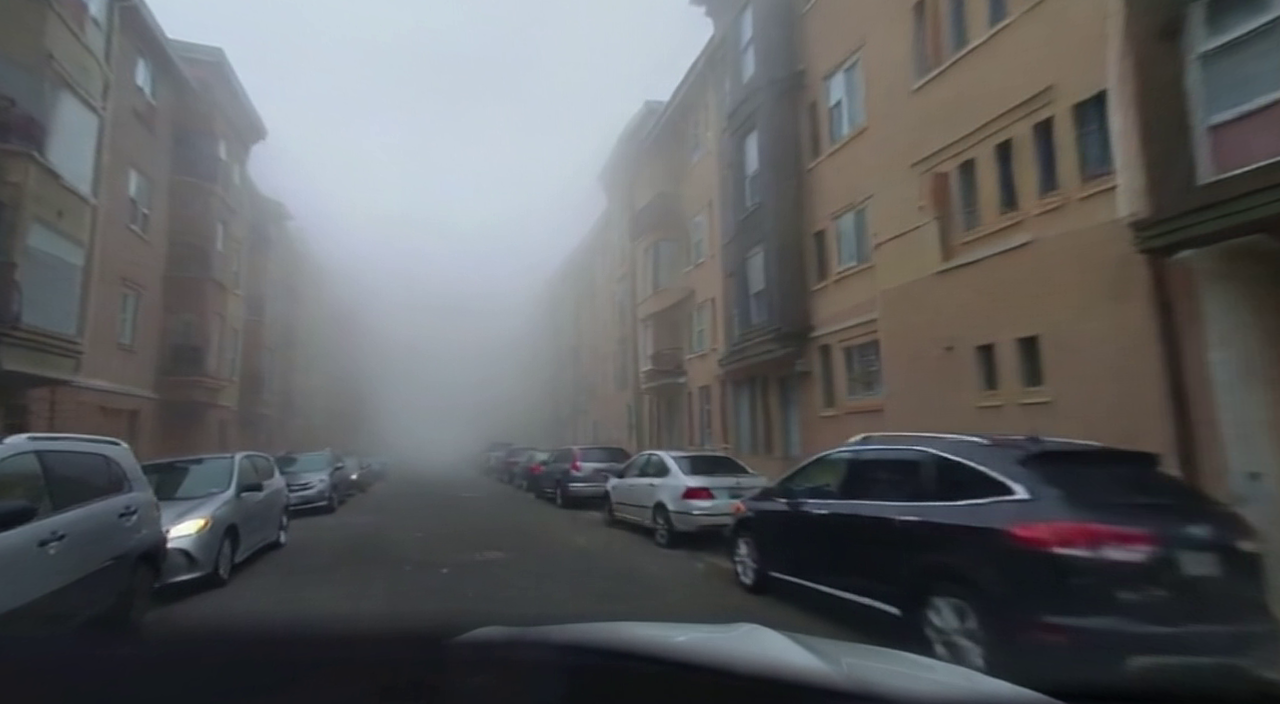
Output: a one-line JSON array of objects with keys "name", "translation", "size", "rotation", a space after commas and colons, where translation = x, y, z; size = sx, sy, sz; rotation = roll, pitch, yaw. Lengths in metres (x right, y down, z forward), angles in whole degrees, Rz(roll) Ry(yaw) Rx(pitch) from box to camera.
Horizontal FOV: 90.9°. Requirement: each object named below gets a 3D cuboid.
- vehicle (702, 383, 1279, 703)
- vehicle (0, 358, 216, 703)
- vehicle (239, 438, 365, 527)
[{"name": "vehicle", "translation": [2.373, 1.307, 4.742], "size": [2.025, 1.631, 4.679], "rotation": [5, -9, -18]}, {"name": "vehicle", "translation": [-4.218, 1.049, 3.417], "size": [2.100, 1.769, 4.544], "rotation": [1, -8, -20]}, {"name": "vehicle", "translation": [-8.381, 3.151, 16.077], "size": [2.081, 1.679, 4.506], "rotation": [0, -6, -19]}]
